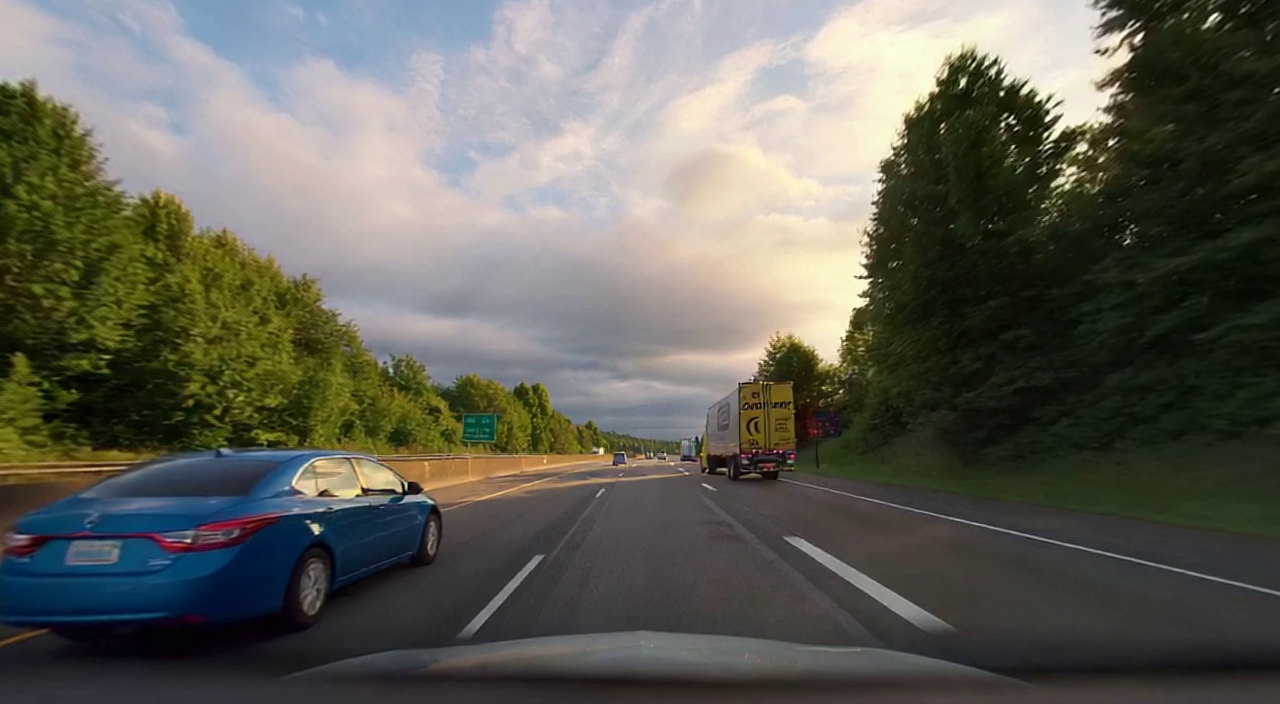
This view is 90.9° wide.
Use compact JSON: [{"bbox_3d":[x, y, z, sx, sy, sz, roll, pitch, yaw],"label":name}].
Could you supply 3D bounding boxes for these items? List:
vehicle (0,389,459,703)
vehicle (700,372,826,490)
[{"bbox_3d":[-3.101,1.300,5.017,1.960,1.579,4.384,0,-9,1],"label":"vehicle"},{"bbox_3d":[4.758,3.693,27.973,2.858,3.952,13.731,0,-9,0],"label":"vehicle"}]
